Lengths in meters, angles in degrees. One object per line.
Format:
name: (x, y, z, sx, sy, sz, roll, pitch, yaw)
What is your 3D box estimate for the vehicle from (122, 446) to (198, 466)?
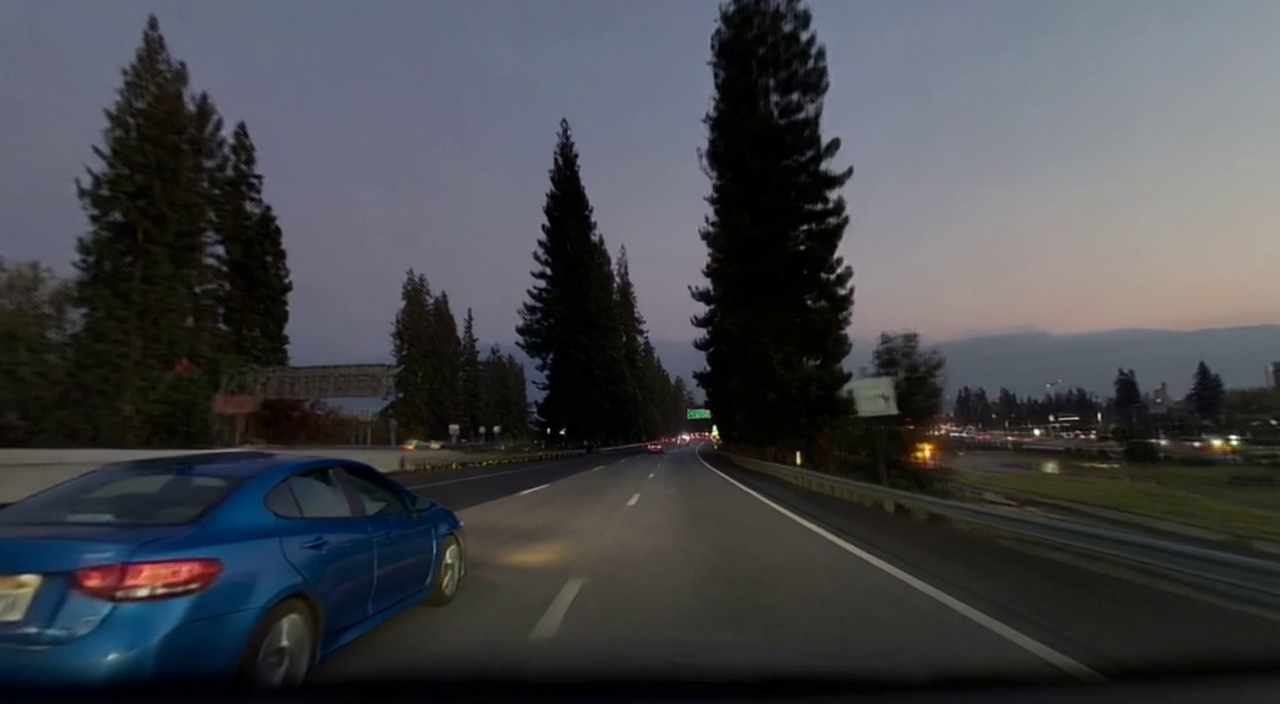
vehicle: (-37.005, 8.005, 48.749, 1.877, 1.463, 4.583, -2, -9, 9)
